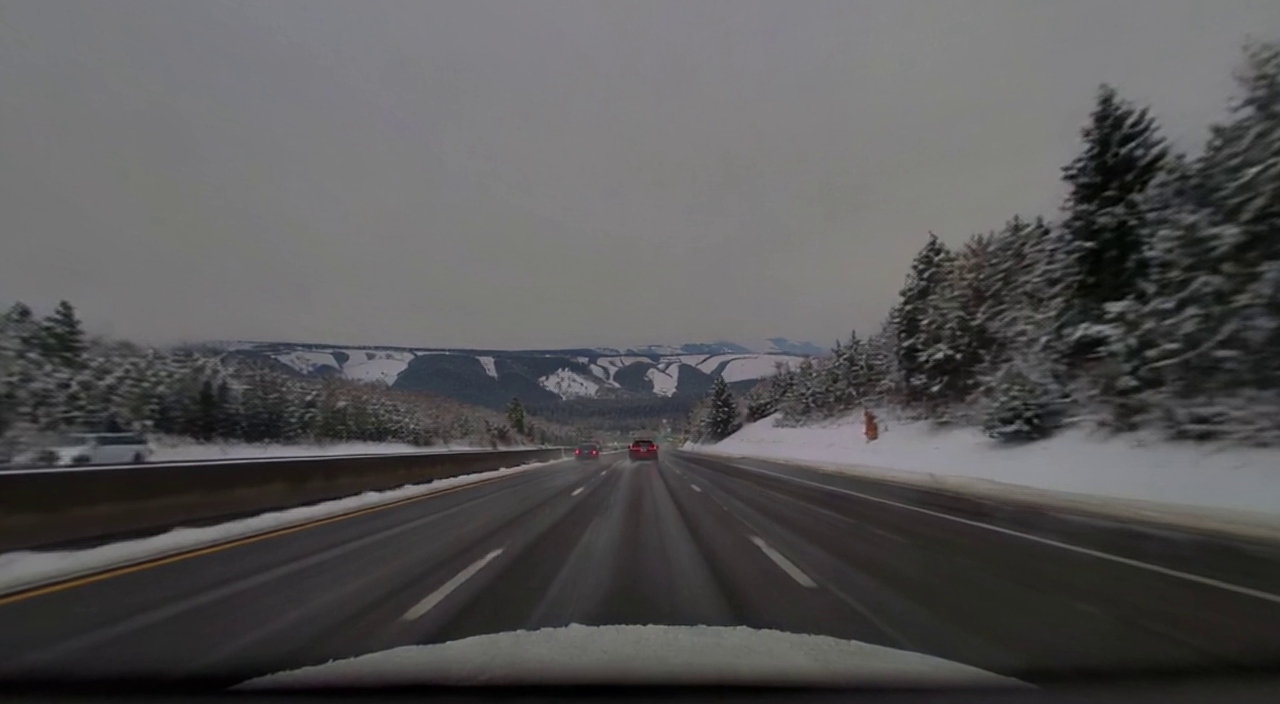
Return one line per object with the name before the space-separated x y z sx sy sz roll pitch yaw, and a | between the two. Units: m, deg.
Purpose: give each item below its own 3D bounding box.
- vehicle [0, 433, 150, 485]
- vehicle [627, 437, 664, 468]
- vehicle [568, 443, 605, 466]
vehicle | -21.268 3.994 23.749 1.839 1.745 4.411 0 -9 0
vehicle | 0.344 6.402 40.323 2.272 1.836 4.866 0 -9 0
vehicle | -3.593 7.022 43.058 2.082 1.485 4.237 0 -9 1
